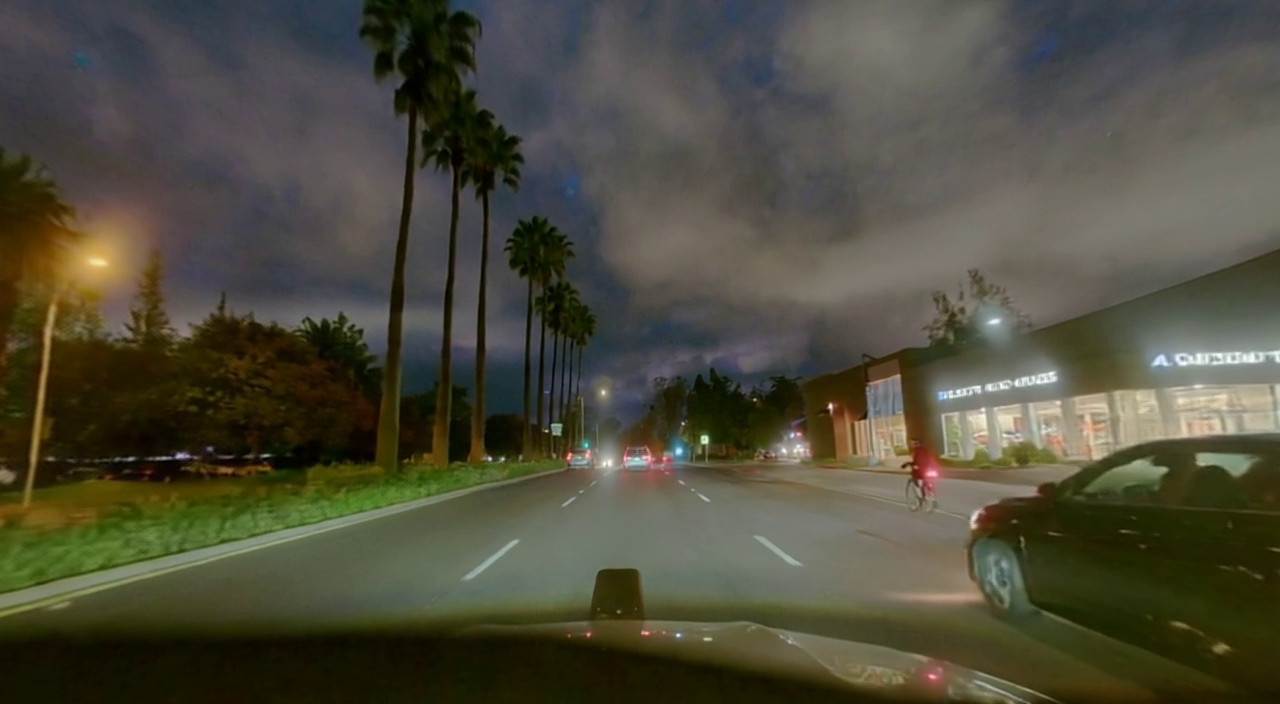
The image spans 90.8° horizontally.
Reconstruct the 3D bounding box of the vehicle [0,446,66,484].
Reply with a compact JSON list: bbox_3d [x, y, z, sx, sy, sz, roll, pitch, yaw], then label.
[{"bbox_3d":[-34.992,6.197,34.800,4.377,1.951,2.245,0,-9,-1],"label":"vehicle"}]

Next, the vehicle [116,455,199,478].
[{"bbox_3d":[-34.654,8.224,45.464,4.277,1.537,1.942,0,-9,-3],"label":"vehicle"}]

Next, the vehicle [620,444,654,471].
[{"bbox_3d":[-0.205,6.872,41.265,2.102,1.653,3.698,0,-9,-1],"label":"vehicle"}]

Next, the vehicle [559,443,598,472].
[{"bbox_3d":[-4.000,6.940,41.704,2.071,1.744,4.500,0,-9,0],"label":"vehicle"}]

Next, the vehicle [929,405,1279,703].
[{"bbox_3d":[3.638,1.072,3.246,2.090,1.503,4.566,0,-9,-1],"label":"vehicle"}]
